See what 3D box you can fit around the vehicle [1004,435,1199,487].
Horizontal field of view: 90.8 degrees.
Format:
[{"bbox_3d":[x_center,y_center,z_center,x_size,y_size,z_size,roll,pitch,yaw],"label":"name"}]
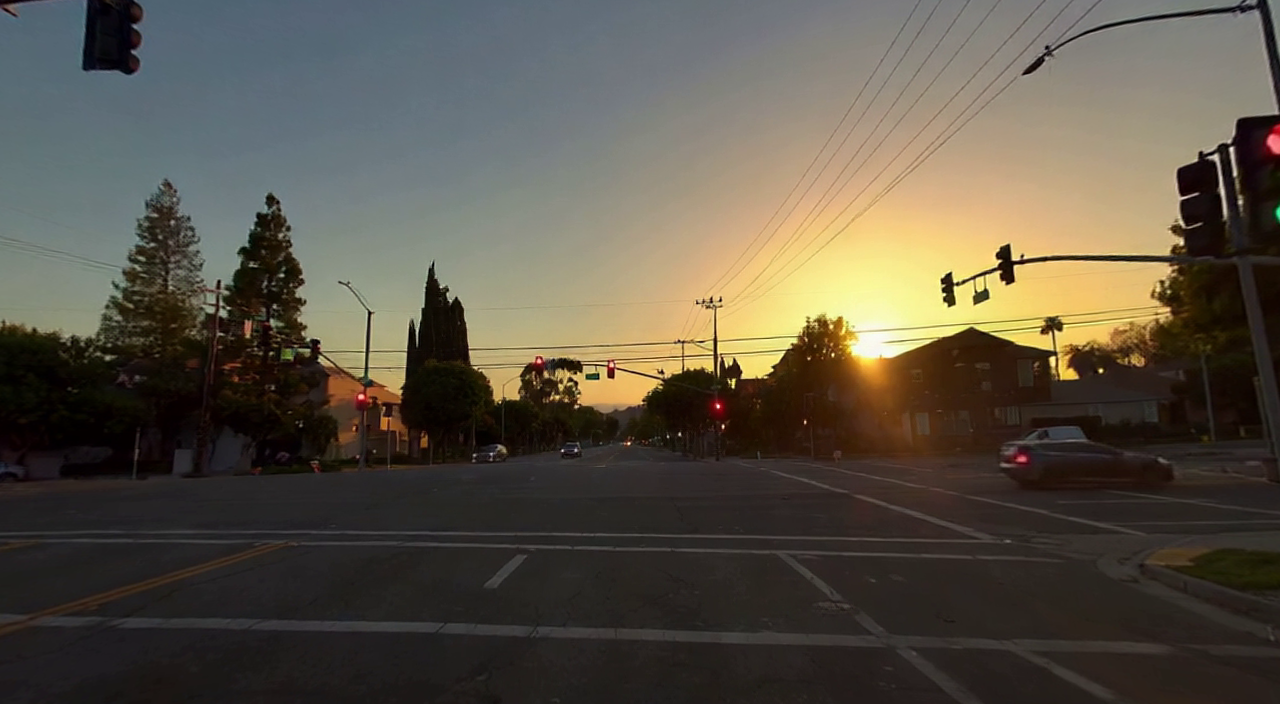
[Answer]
[{"bbox_3d":[15.016,3.577,20.820,4.734,1.585,1.940,-1,-8,5],"label":"vehicle"}]
